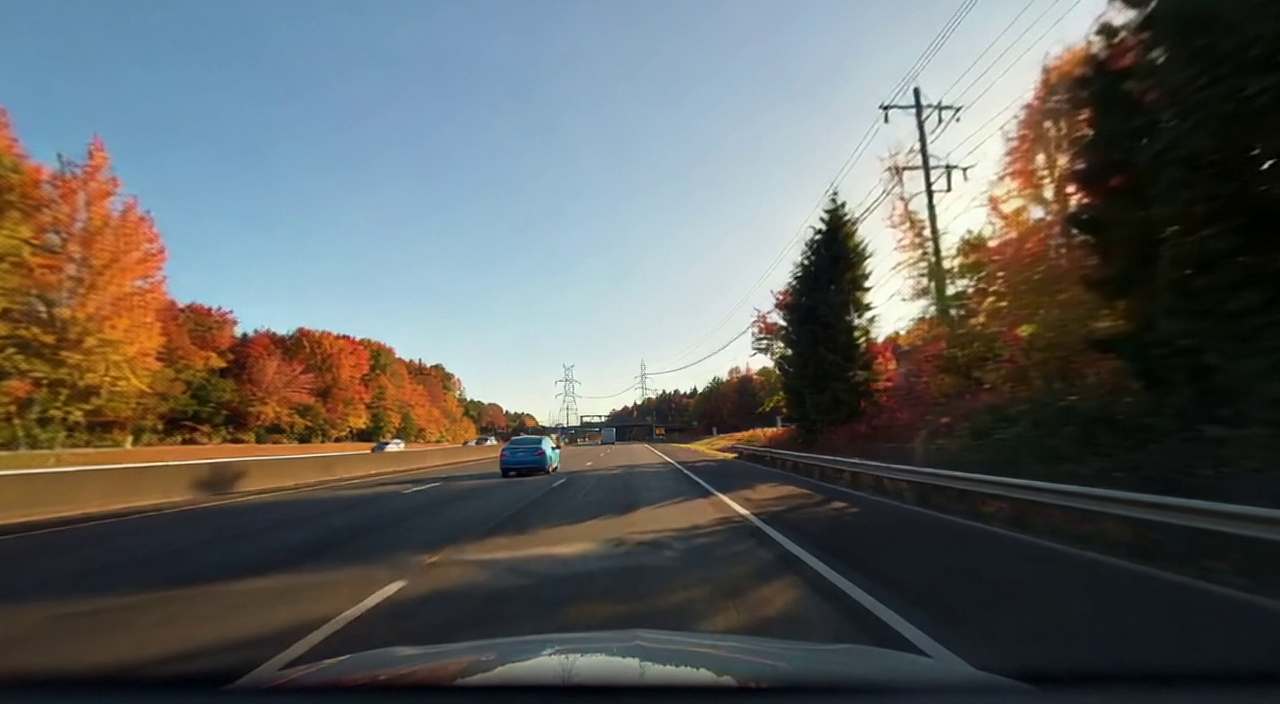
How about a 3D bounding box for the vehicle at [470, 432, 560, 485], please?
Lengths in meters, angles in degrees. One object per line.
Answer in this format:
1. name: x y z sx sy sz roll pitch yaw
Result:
1. vehicle: -3.858 3.348 20.214 2.025 1.475 4.379 0 -8 -1
